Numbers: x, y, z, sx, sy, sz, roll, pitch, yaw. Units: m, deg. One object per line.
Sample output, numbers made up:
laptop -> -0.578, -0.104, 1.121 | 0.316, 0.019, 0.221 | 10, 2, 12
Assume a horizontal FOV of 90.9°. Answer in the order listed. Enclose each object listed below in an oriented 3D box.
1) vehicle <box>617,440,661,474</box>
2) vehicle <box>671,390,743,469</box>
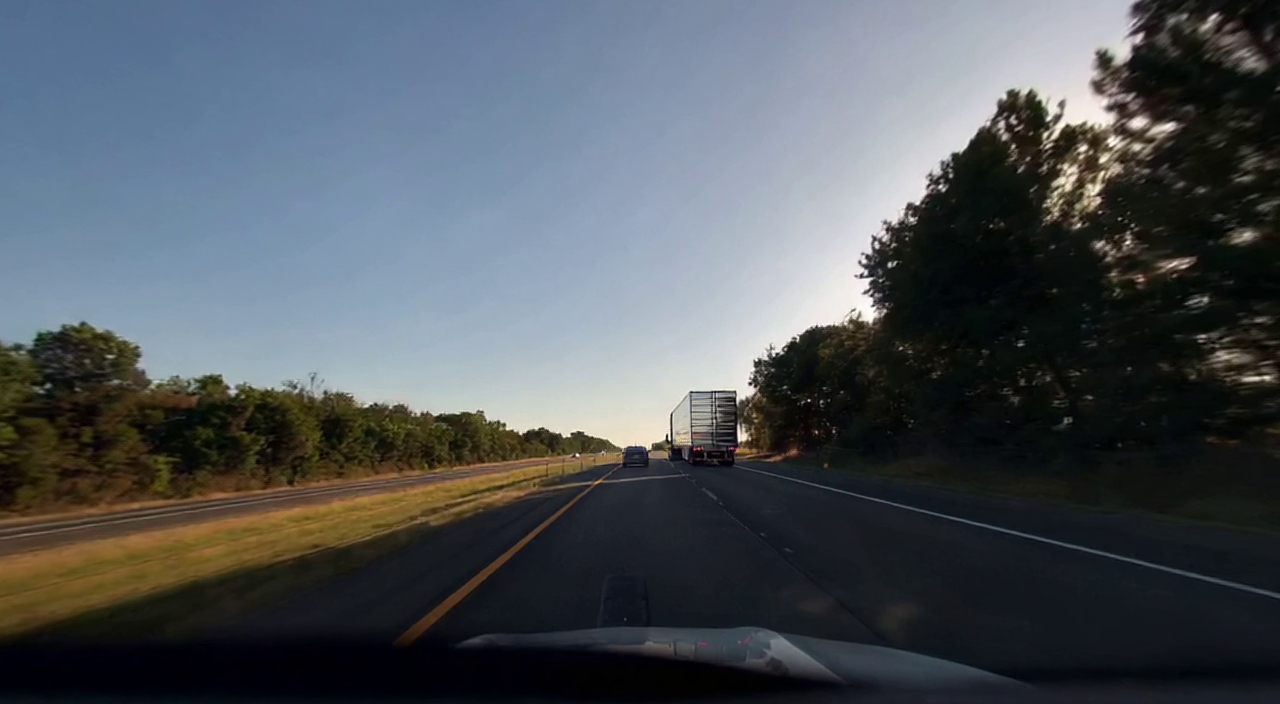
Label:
vehicle -> -0.053, 5.060, 30.646 | 1.968, 1.515, 4.025 | 0, -8, 0
vehicle -> 3.964, 5.298, 41.457 | 2.929, 4.158, 15.921 | 0, -8, 0
